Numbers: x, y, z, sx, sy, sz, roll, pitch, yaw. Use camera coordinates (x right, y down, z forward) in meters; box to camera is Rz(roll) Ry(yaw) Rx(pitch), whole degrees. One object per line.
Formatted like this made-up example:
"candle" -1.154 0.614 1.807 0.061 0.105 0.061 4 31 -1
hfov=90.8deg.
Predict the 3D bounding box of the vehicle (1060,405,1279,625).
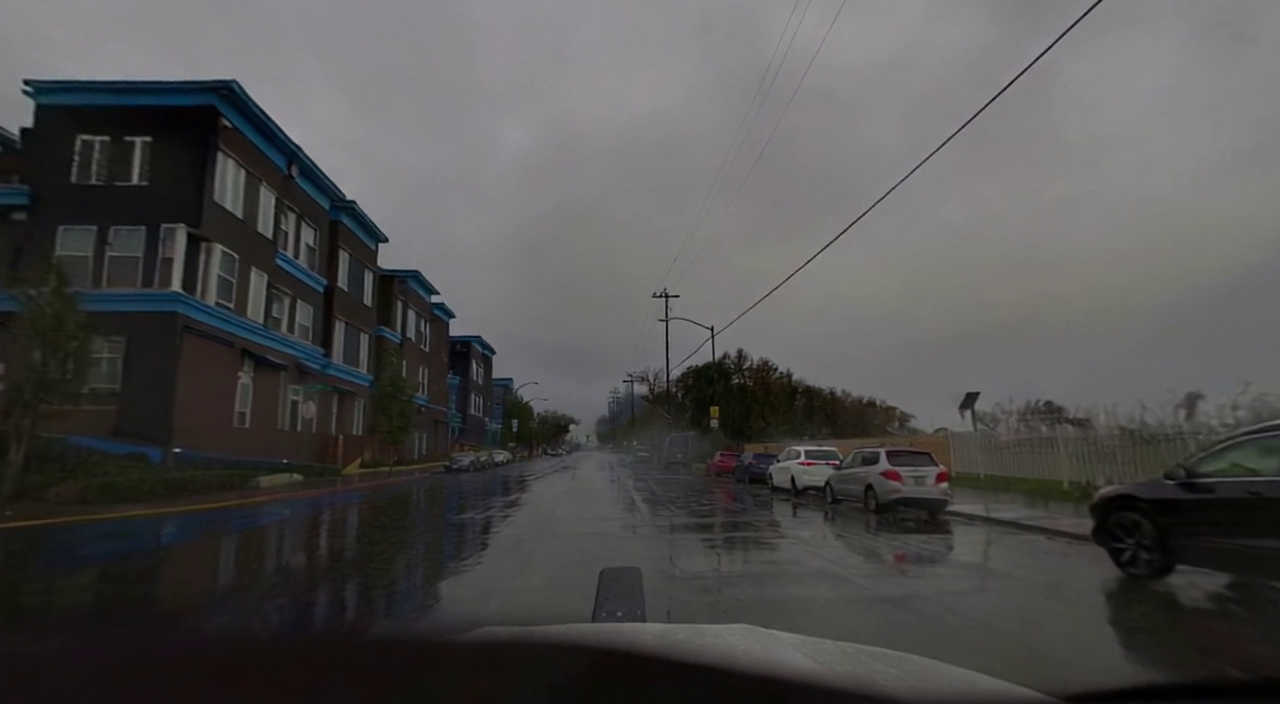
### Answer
"vehicle" 6.007 1.245 4.777 1.917 1.704 4.840 1 -8 -7

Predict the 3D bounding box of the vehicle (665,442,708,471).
"vehicle" 3.011 6.882 41.826 2.386 1.752 4.376 0 -8 -2

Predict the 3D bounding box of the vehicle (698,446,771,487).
"vehicle" 3.739 4.623 25.884 1.901 1.495 4.340 1 -8 -6

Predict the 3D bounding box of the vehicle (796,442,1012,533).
"vehicle" 5.227 2.724 13.467 2.122 1.554 4.777 1 -8 -7
